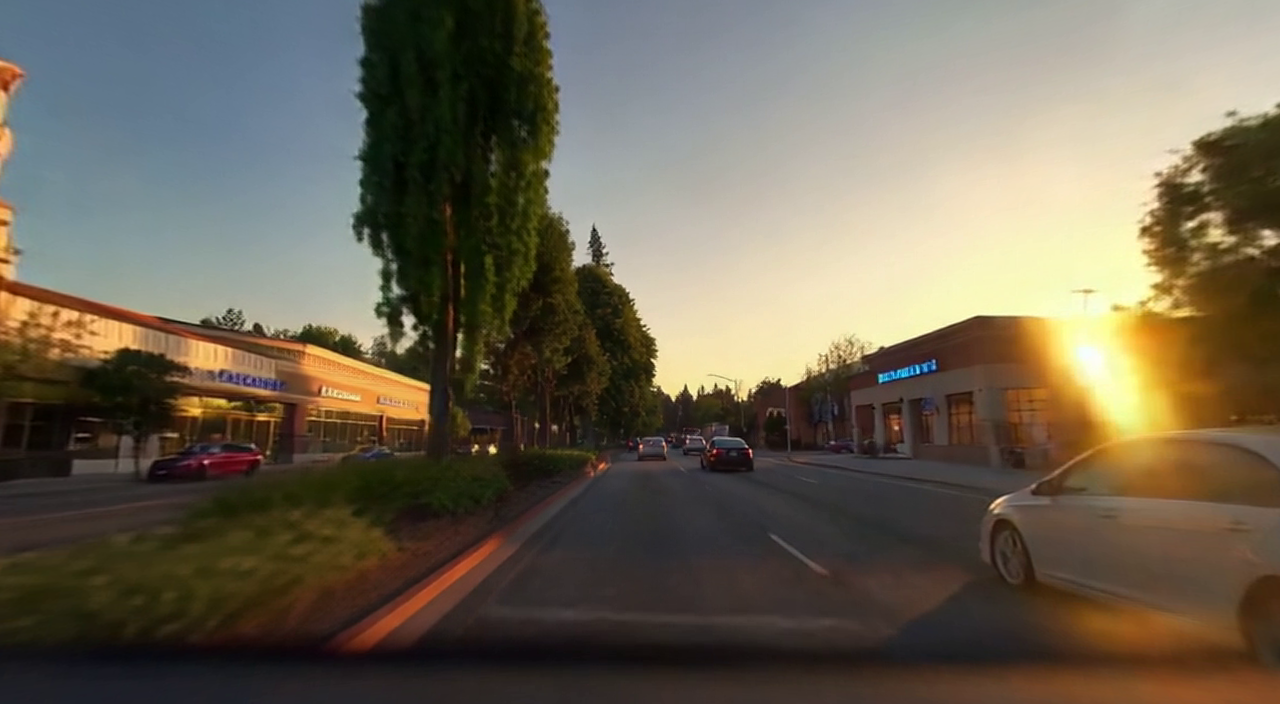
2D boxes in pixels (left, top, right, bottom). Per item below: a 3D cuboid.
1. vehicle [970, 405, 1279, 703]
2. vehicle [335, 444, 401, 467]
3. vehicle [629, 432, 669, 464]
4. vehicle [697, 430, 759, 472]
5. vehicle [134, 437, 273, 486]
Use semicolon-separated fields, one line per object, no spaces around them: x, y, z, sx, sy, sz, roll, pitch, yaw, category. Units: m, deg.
3.902;1.037;3.281;1.908;1.463;4.506;0;-8;0;vehicle
-18.947;7.230;43.975;2.280;1.489;5.106;0;-8;1;vehicle
0.456;5.385;35.208;2.098;1.682;3.778;0;-8;0;vehicle
3.776;4.332;27.736;2.115;1.692;4.189;0;-8;-1;vehicle
-18.871;4.710;27.541;2.488;1.752;4.991;-2;-6;1;vehicle
